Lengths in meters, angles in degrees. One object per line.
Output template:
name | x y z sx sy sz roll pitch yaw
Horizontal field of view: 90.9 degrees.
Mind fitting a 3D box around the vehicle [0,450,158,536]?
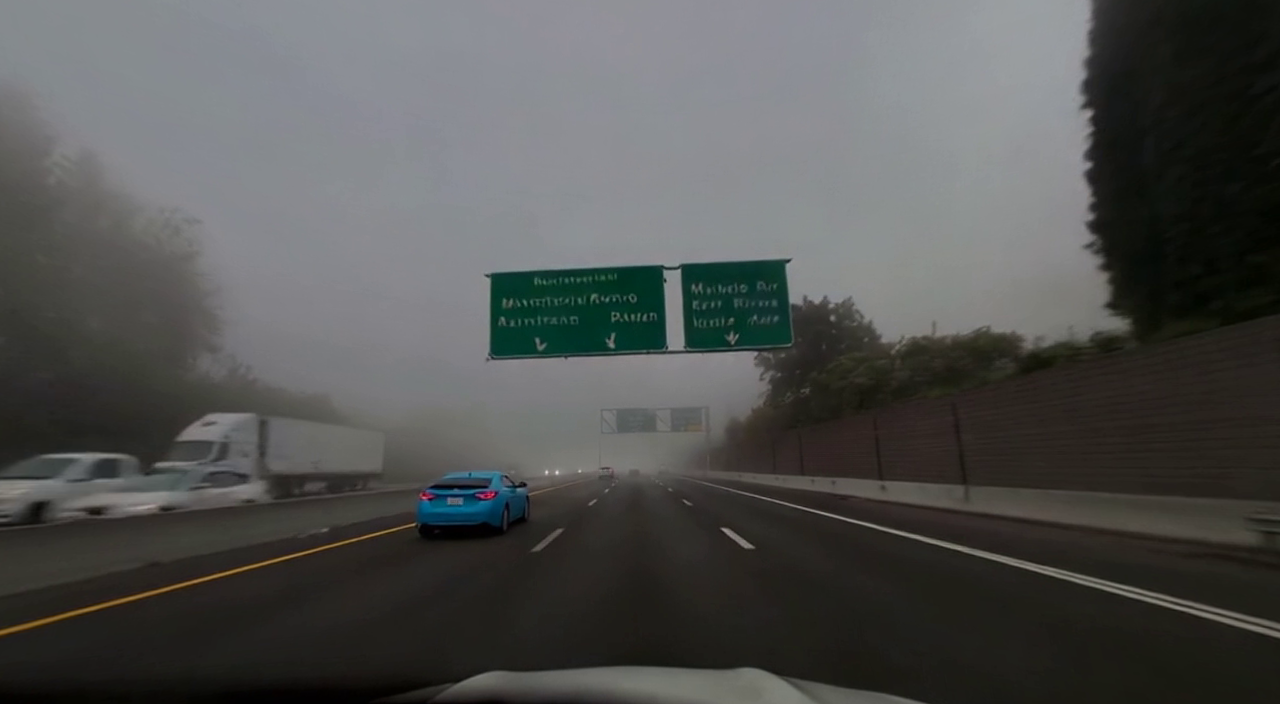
vehicle | -11.844 2.682 12.309 1.800 1.445 3.699 1 -10 1

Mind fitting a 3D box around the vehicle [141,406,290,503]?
vehicle | -19.452 4.820 29.369 2.939 4.029 5.203 1 -11 1

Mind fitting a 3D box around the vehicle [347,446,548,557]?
vehicle | -3.012 2.497 11.080 2.045 1.487 4.582 1 -10 0
